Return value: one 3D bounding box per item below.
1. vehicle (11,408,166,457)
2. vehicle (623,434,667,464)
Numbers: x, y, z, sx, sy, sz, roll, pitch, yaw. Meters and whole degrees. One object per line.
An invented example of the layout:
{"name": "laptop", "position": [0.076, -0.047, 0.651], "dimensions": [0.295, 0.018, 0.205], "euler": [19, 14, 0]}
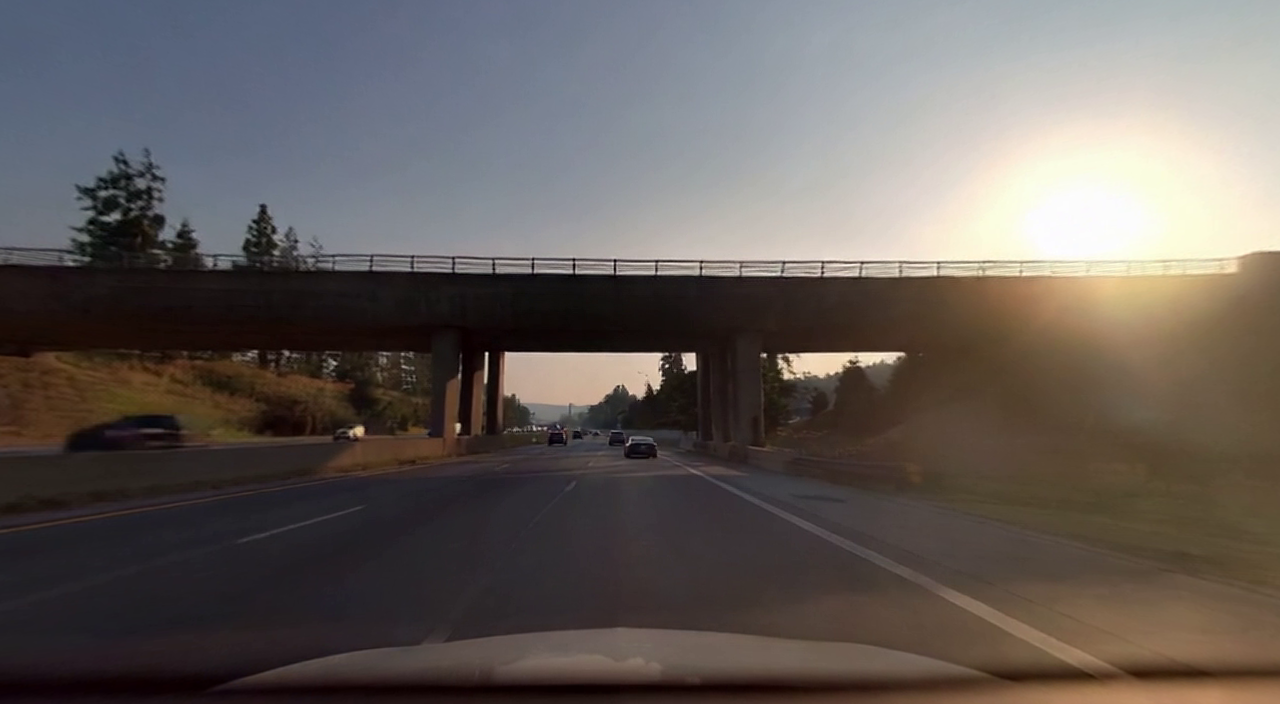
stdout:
{"name": "vehicle", "position": [-16.760, 2.497, 19.345], "dimensions": [1.622, 1.361, 3.497], "euler": [1, -8, -2]}
{"name": "vehicle", "position": [0.184, 4.762, 31.041], "dimensions": [1.999, 1.329, 3.913], "euler": [1, -8, -2]}
